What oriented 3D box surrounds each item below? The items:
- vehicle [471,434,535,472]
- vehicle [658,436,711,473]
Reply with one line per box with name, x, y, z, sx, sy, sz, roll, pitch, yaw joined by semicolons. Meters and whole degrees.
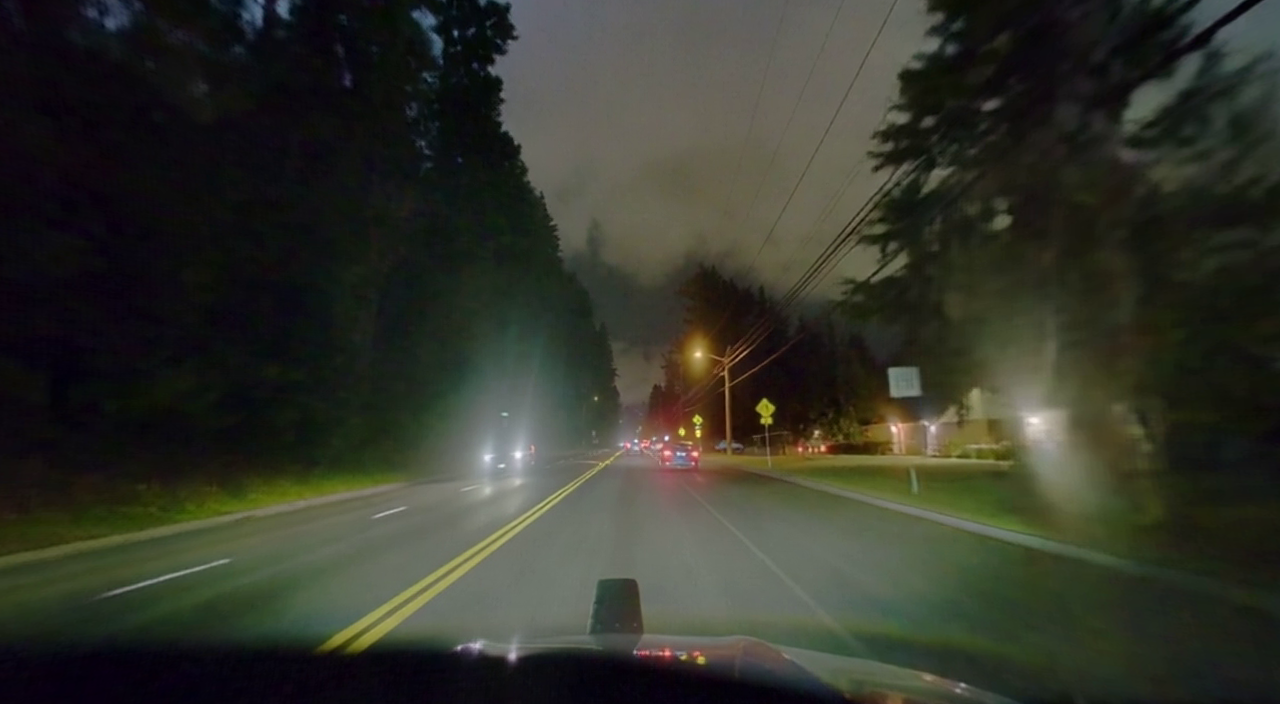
vehicle;-7.133;5.342;33.412;2.352;1.857;4.690;0;-8;0
vehicle;1.892;4.517;27.890;1.975;1.497;3.647;0;-8;-2
